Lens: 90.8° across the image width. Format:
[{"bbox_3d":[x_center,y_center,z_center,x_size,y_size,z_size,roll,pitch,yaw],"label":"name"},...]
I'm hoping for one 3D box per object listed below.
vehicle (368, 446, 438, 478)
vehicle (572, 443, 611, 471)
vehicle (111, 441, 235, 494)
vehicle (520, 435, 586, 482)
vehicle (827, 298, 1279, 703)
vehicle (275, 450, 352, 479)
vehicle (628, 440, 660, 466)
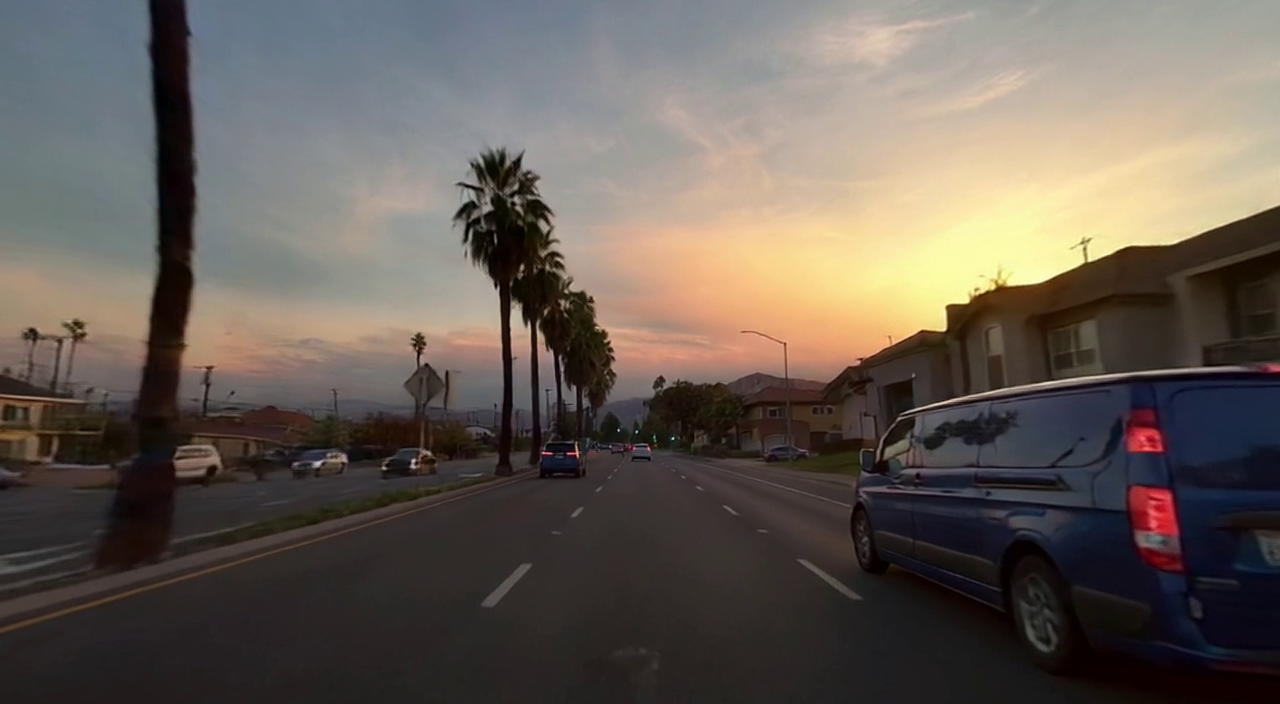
[{"bbox_3d":[-11.755,5.447,31.620,1.857,1.473,4.298,0,-8,0],"label":"vehicle"},{"bbox_3d":[-2.723,5.982,36.192,1.869,1.454,4.142,0,-8,0],"label":"vehicle"},{"bbox_3d":[-21.420,5.255,29.330,1.931,2.187,5.001,-1,-8,-1],"label":"vehicle"},{"bbox_3d":[-3.374,4.238,25.351,1.967,1.703,4.157,0,-8,1],"label":"vehicle"},{"bbox_3d":[3.313,1.081,4.826,2.234,1.912,4.847,0,-8,-1],"label":"vehicle"},{"bbox_3d":[-18.325,6.293,35.725,1.934,1.470,4.487,0,-8,0],"label":"vehicle"},{"bbox_3d":[0.273,7.174,45.116,2.191,1.761,3.857,0,-8,-1],"label":"vehicle"}]
